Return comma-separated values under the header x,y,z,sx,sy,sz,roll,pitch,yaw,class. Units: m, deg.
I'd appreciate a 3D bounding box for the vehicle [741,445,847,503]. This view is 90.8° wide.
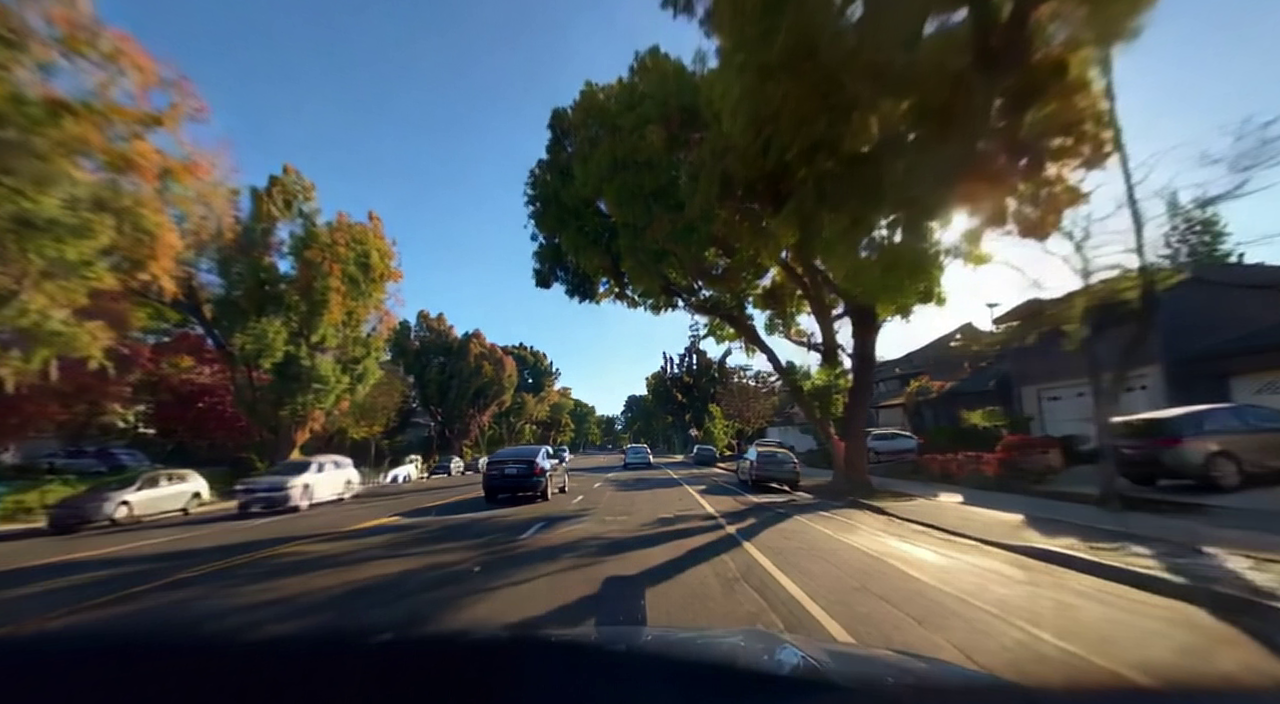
x,y,z,sx,sy,sz,roll,pitch,yaw,class
4.321,3.481,18.527,1.944,1.470,4.530,0,-9,0,vehicle

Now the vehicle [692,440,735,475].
x,y,z,sx,sy,sz,roll,pitch,yaw,class
4.110,5.950,35.857,1.943,1.788,4.462,0,-9,1,vehicle

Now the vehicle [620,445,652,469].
x,y,z,sx,sy,sz,roll,pitch,yaw,class
-0.285,7.194,43.454,2.088,1.495,4.048,0,-8,0,vehicle

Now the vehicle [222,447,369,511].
x,y,z,sx,sy,sz,roll,pitch,yaw,class
-10.279,3.784,19.345,1.937,1.701,4.438,0,-9,1,vehicle

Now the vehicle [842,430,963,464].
x,y,z,sx,sy,sz,roll,pitch,yaw,class
11.662,4.263,28.302,4.537,1.465,1.923,0,-9,3,vehicle

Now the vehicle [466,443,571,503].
x,y,z,sx,sy,sz,roll,pitch,yaw,class
-3.292,3.362,18.092,2.027,1.477,4.413,0,-9,1,vehicle

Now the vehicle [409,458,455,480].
x,y,z,sx,sy,sz,roll,pitch,yaw,class
-14.741,8.288,44.939,1.626,1.439,3.682,-1,-8,7,vehicle

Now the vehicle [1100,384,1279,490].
x,y,z,sx,sy,sz,roll,pitch,yaw,class
11.429,1.553,11.541,4.540,1.742,1.885,0,-9,-2,vehicle

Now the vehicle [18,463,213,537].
x,y,z,sx,sy,sz,roll,pitch,yaw,class
-14.731,4.128,18.201,1.998,1.498,4.668,-5,-8,-5,vehicle

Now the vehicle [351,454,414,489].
x,y,z,sx,sy,sz,roll,pitch,yaw,class
-14.706,6.830,36.268,1.945,1.613,3.983,-6,-8,-1,vehicle
